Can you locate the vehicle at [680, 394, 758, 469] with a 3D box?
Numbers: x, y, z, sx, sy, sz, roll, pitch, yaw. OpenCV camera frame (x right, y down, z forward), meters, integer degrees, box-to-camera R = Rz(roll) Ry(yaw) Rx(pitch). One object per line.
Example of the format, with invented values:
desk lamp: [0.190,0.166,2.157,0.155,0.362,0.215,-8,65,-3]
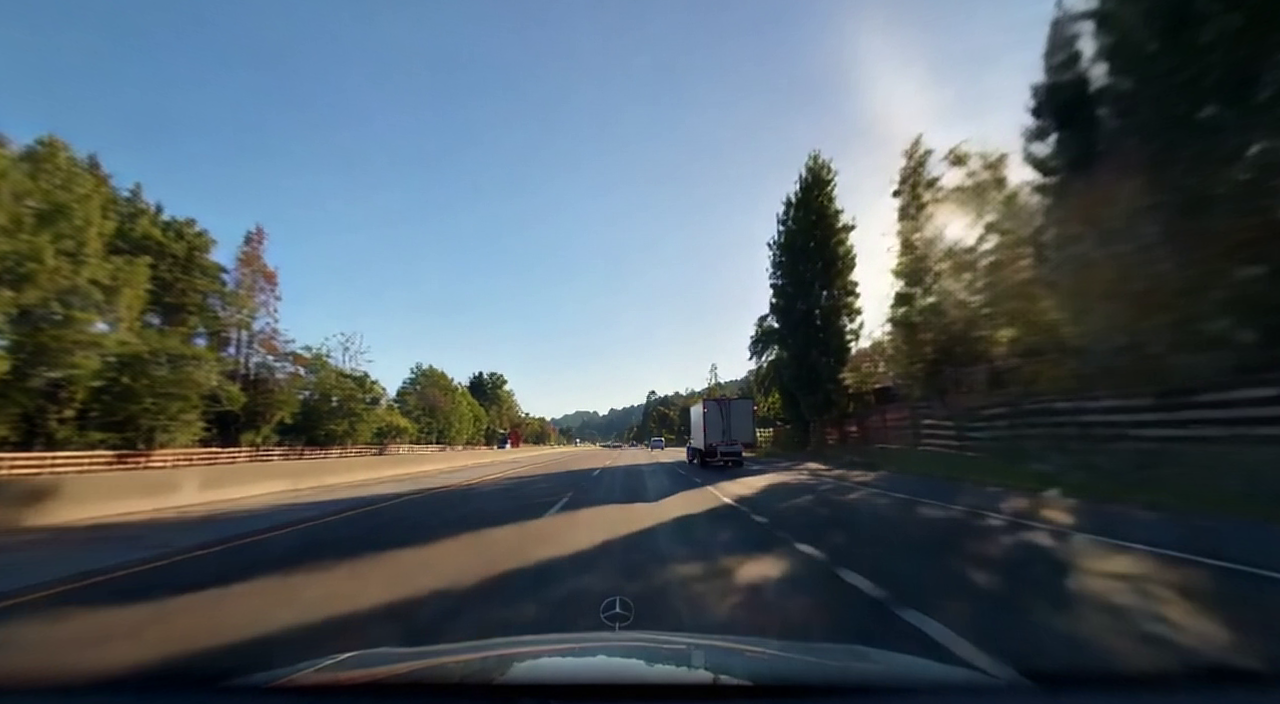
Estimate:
vehicle: [3.807,4.118,32.309,2.766,3.349,7.796,0,-8,-1]
